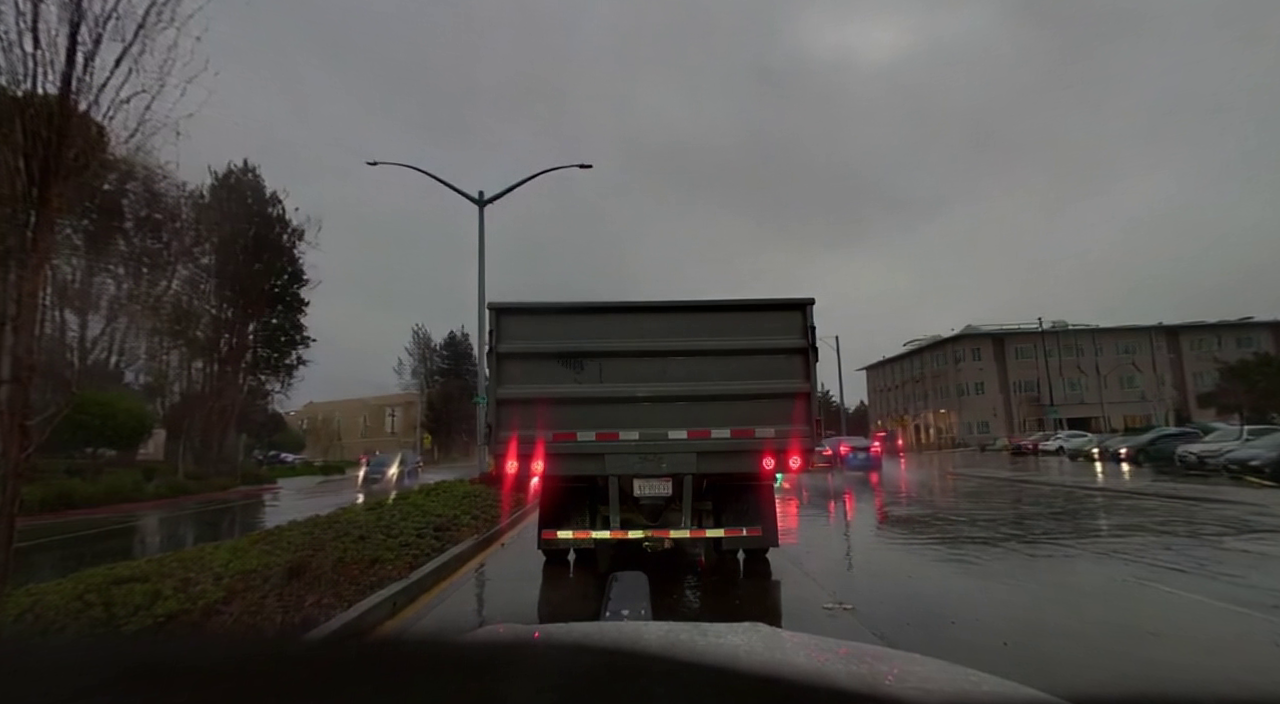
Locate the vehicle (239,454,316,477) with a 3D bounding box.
[{"bbox_3d":[-24.962,7.810,43.461,4.409,1.446,1.862,-2,-8,12],"label":"vehicle"}]

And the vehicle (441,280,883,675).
[{"bbox_3d":[0.283,1.242,7.416,2.650,2.391,7.008,-1,-8,3],"label":"vehicle"}]

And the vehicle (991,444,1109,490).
[{"bbox_3d":[14.286,3.990,22.254,1.702,1.475,3.670,-1,-8,1],"label":"vehicle"}]

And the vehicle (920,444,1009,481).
[{"bbox_3d":[14.124,4.798,27.749,1.777,1.488,4.081,-1,-8,1],"label":"vehicle"}]

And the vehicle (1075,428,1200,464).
[{"bbox_3d":[23.123,4.387,29.446,4.171,1.614,1.894,-1,-8,1],"label":"vehicle"}]
